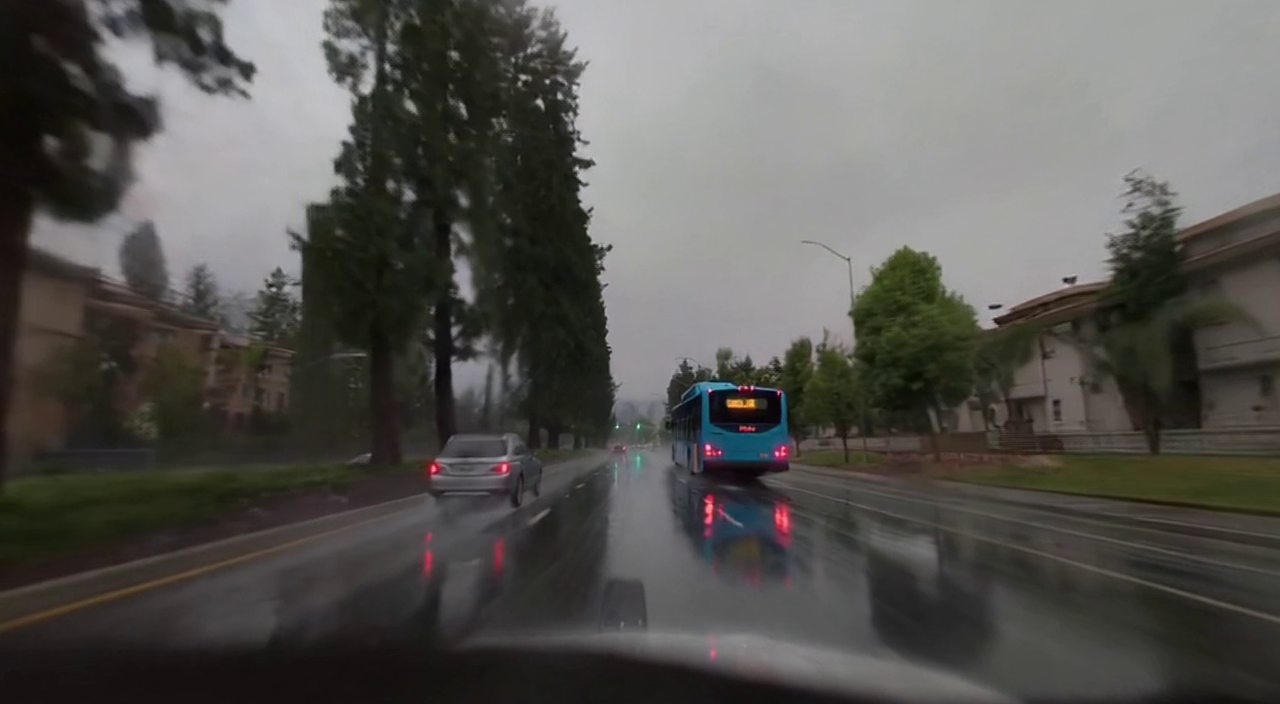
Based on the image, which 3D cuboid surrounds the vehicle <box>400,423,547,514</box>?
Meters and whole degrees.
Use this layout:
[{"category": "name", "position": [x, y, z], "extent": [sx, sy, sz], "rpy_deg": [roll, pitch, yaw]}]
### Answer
[{"category": "vehicle", "position": [-3.586, 2.594, 14.480], "extent": [2.111, 1.767, 4.333], "rpy_deg": [0, -8, 1]}]

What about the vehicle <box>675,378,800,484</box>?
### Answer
[{"category": "vehicle", "position": [3.384, 3.385, 25.977], "extent": [3.072, 3.278, 12.747], "rpy_deg": [0, -8, 0]}]
